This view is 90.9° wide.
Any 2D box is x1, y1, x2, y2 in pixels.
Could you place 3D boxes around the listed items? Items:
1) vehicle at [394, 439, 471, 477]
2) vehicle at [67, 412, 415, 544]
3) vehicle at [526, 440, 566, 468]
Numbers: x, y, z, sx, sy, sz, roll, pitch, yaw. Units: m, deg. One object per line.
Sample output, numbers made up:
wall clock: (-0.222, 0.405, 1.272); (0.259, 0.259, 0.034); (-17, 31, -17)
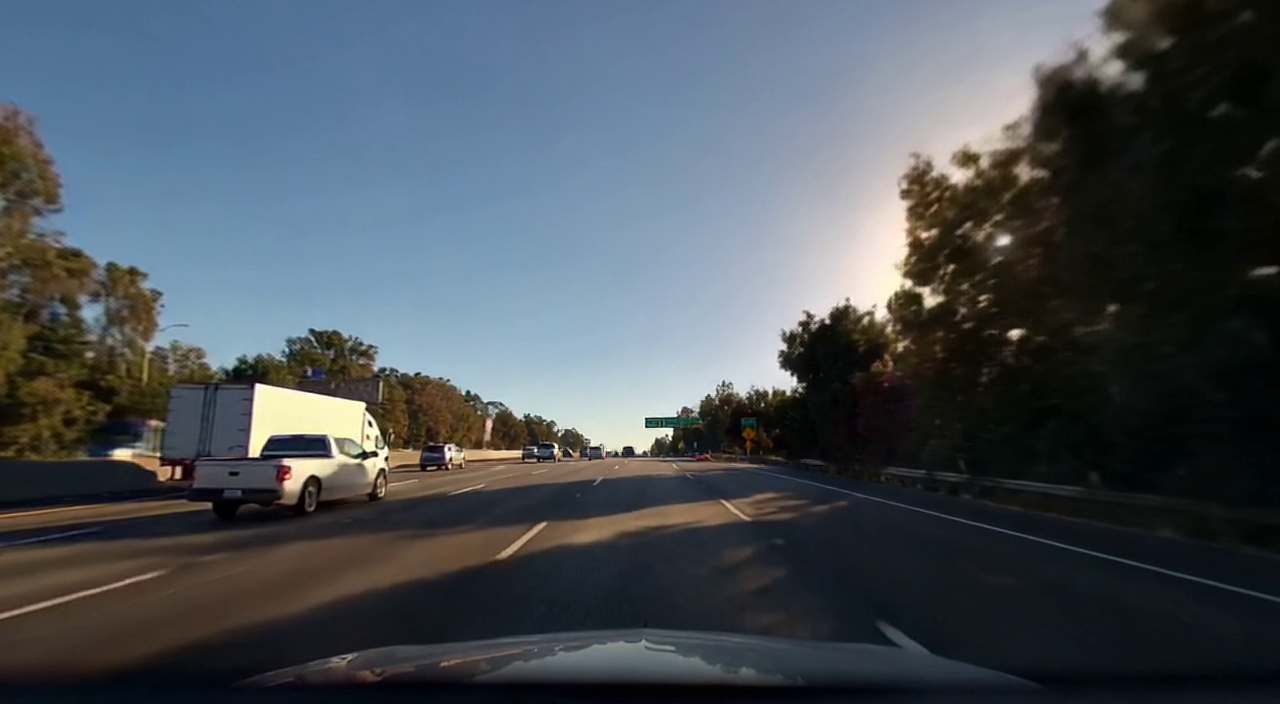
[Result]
vehicle: (-9.813, 5.035, 30.231); (2.060, 1.662, 4.469); (0, -8, 1)
vehicle: (-6.565, 2.160, 11.773); (2.403, 1.773, 6.276); (0, -8, 0)
vehicle: (-6.254, 6.814, 42.455); (2.009, 1.735, 4.358); (0, -8, 0)
